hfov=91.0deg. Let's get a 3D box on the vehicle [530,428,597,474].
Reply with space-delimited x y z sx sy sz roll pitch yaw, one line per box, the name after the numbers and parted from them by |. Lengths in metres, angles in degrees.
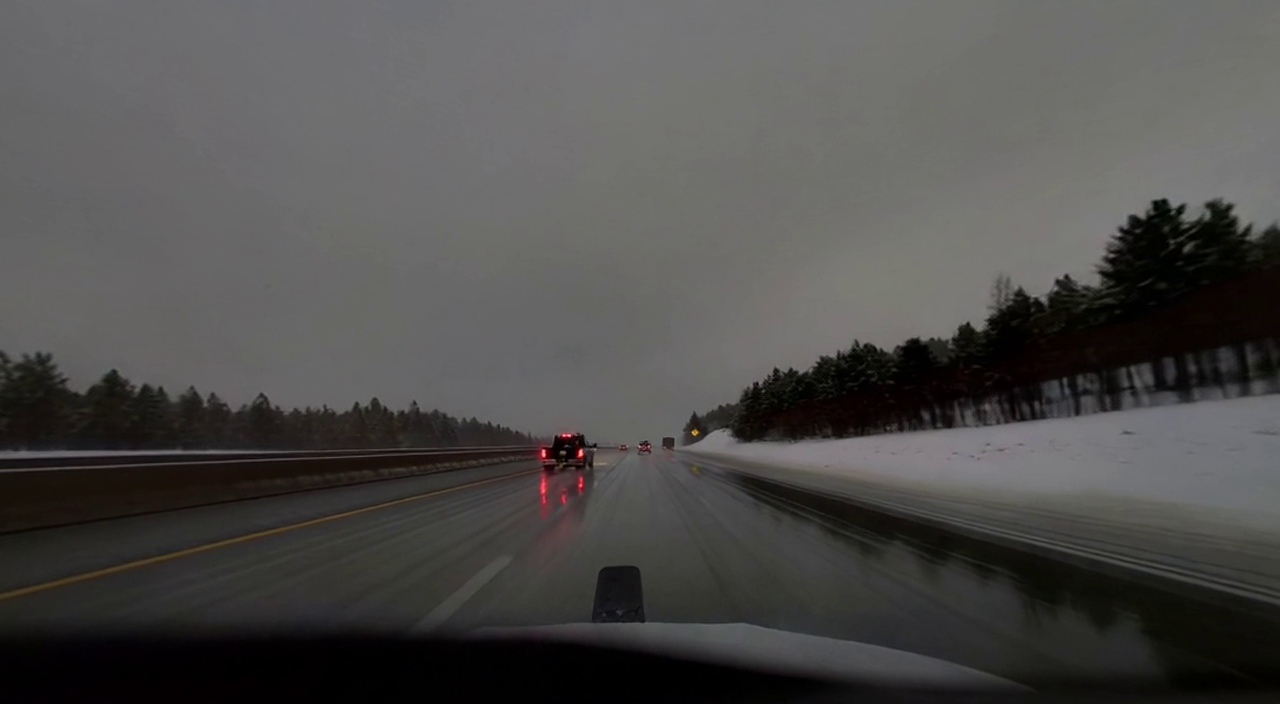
-3.425 4.616 29.501 2.379 1.918 5.504 0 -8 1 | vehicle
